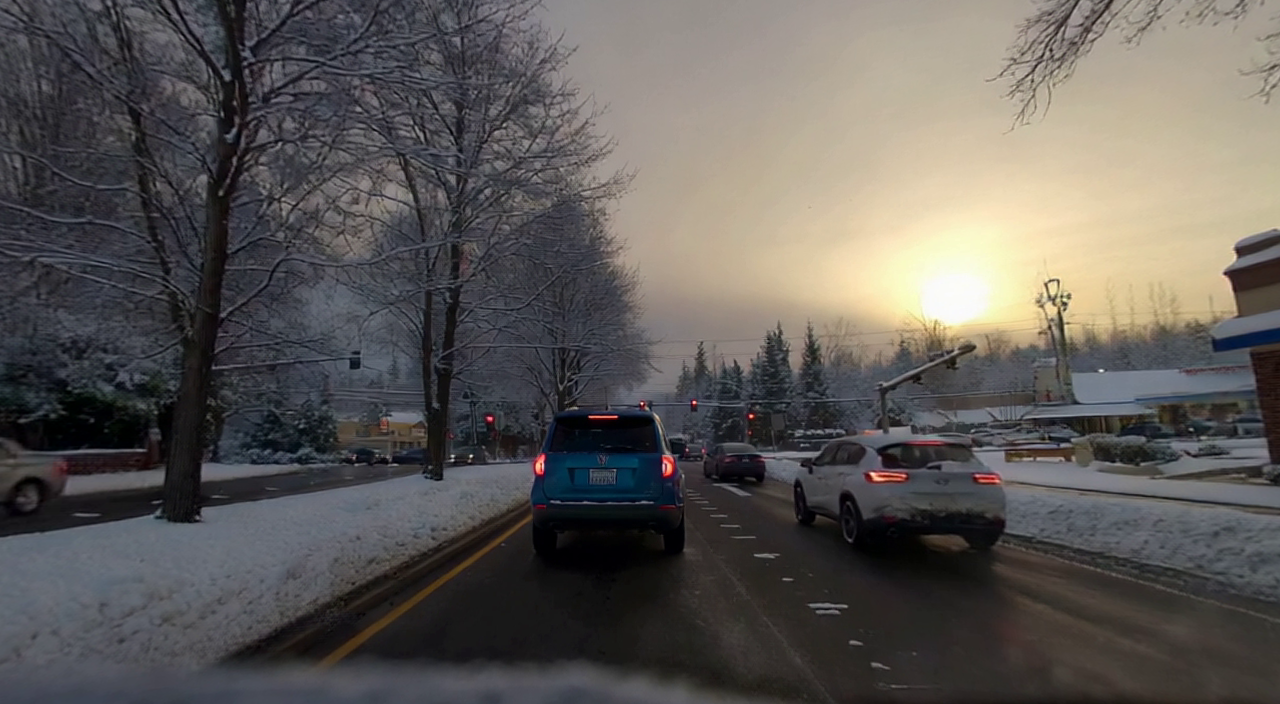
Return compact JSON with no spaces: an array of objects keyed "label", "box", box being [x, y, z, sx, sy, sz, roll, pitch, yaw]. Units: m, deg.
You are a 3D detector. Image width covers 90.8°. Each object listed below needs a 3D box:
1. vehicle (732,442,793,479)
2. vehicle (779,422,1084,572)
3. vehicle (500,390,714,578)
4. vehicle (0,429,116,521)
[{"label":"vehicle","box":[5.289,4.726,27.808,1.883,1.496,4.236,0,-9,1]},{"label":"vehicle","box":[3.579,1.879,9.065,2.098,1.555,4.778,0,-9,0]},{"label":"vehicle","box":[-0.302,1.643,8.613,2.096,1.837,4.687,0,-9,1]},{"label":"vehicle","box":[-12.798,2.260,11.609,2.108,1.683,4.861,0,-9,0]}]
